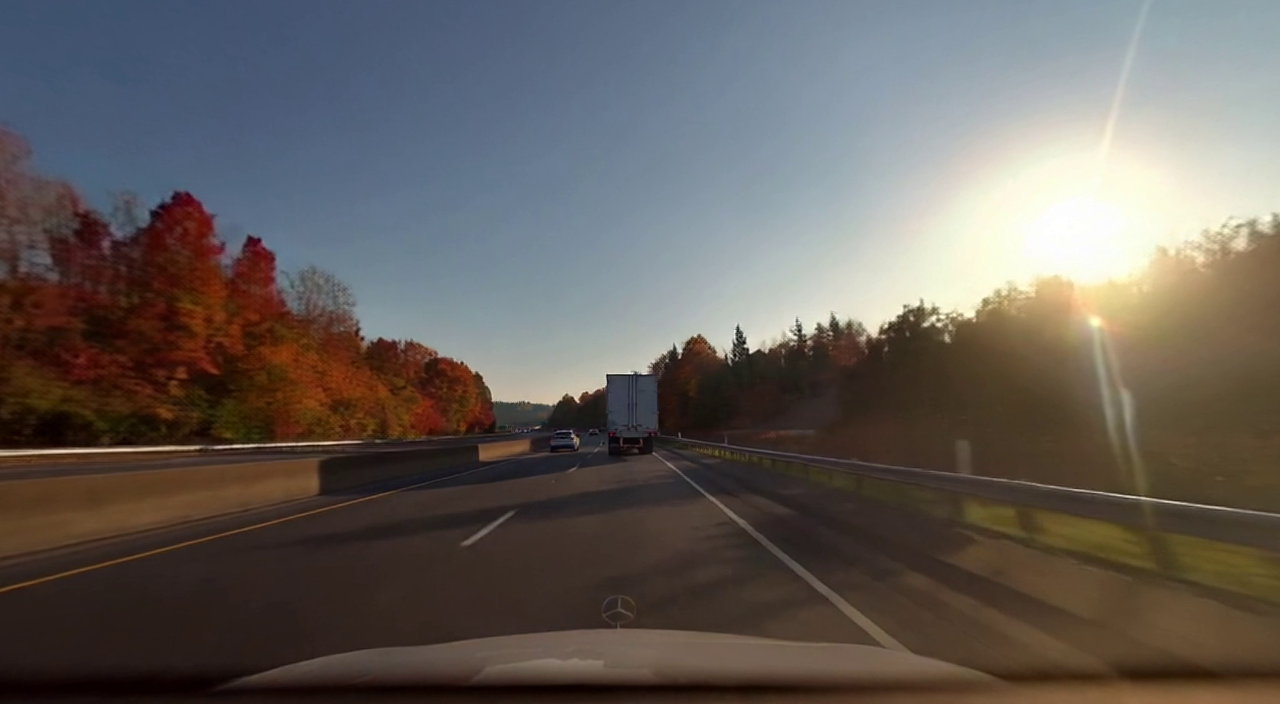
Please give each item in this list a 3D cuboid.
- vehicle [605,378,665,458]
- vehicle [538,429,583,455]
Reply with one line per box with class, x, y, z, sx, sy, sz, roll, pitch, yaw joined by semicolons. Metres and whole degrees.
vehicle;-0.431;4.092;37.546;3.013;4.016;11.496;0;-8;-2
vehicle;-4.816;5.485;38.455;2.217;1.495;4.245;0;-8;0
